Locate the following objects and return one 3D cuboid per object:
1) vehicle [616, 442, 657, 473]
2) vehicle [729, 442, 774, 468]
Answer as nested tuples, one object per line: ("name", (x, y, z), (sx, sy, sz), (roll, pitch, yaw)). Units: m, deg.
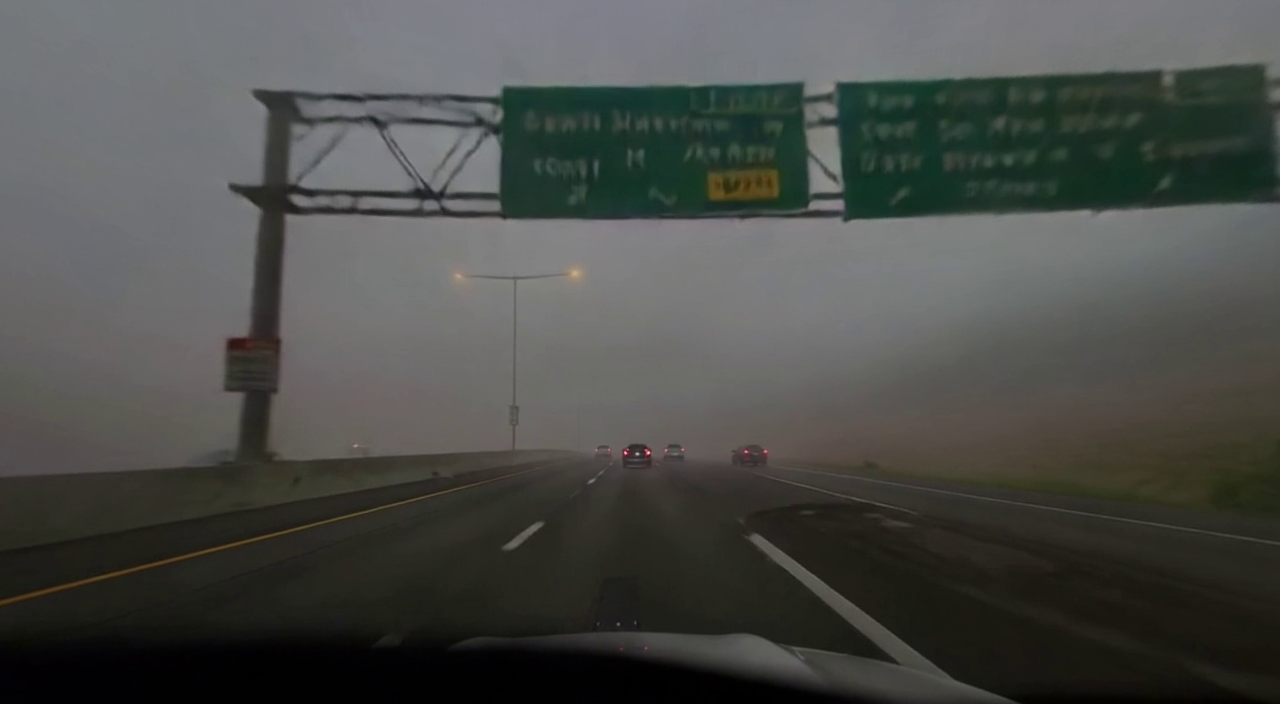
("vehicle", (-0.214, 5.406, 32.552), (1.985, 1.457, 4.227), (0, -9, -1))
("vehicle", (6.995, 6.498, 39.948), (1.935, 1.478, 4.433), (0, -9, -1))
